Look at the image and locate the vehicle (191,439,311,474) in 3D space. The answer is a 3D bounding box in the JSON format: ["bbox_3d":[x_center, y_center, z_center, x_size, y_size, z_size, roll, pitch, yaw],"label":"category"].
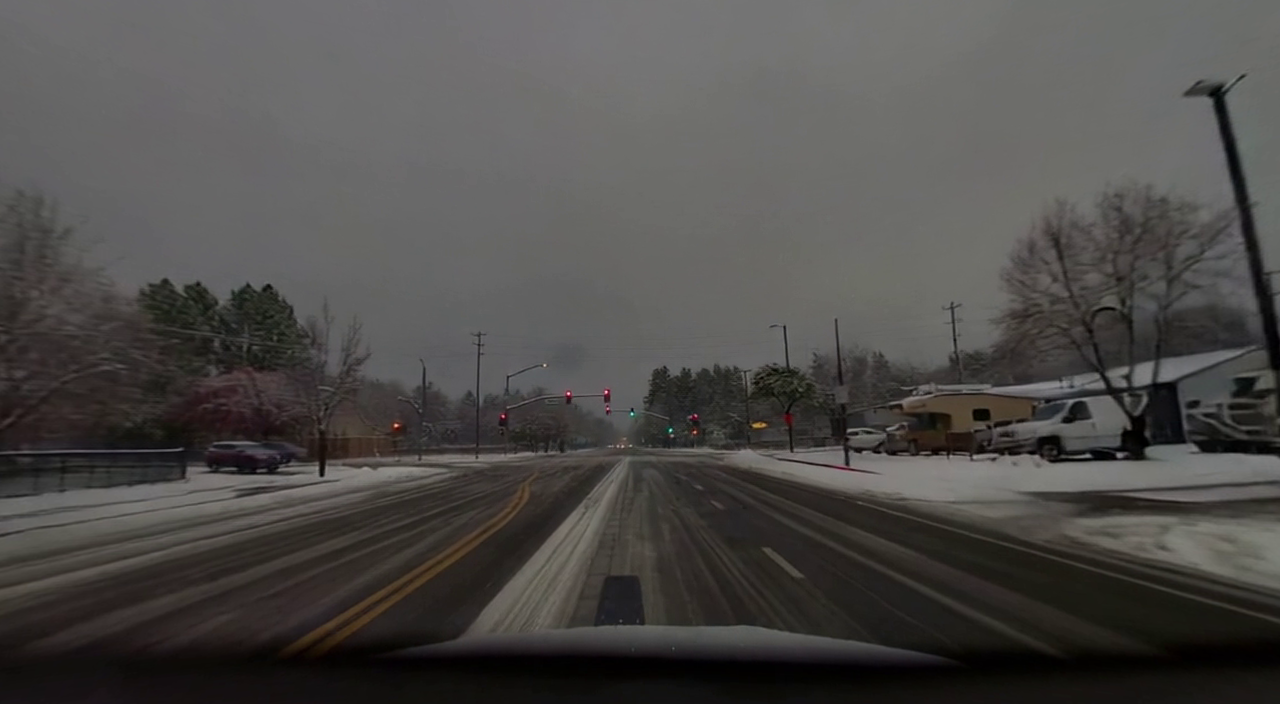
[{"bbox_3d":[-24.800,6.640,40.439,6.218,2.056,2.324,0,-5,1],"label":"vehicle"}]

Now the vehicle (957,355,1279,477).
[{"bbox_3d":[15.481,1.953,19.579,9.549,3.068,3.049,-3,-7,-3],"label":"vehicle"}]
